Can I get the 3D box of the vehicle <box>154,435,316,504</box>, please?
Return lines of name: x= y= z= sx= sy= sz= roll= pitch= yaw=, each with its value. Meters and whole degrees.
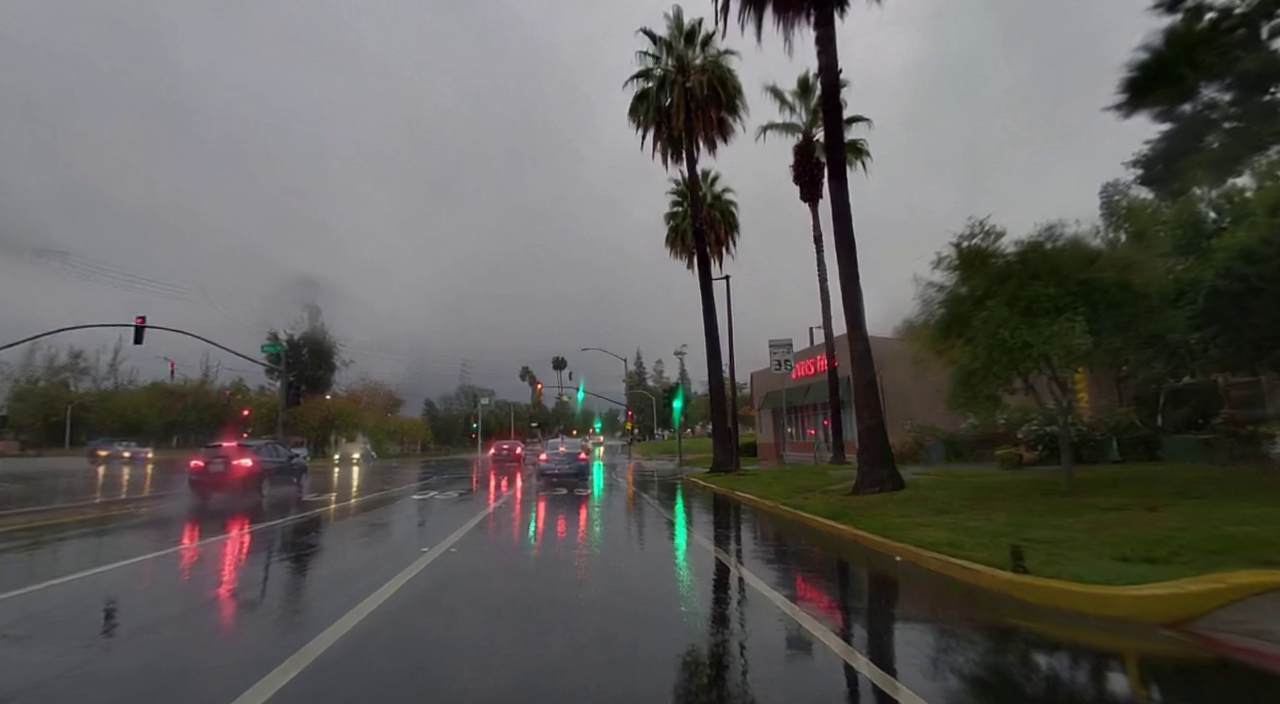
vehicle: x=-12.146 y=3.524 z=19.449 sx=2.050 sy=1.811 sz=4.752 roll=0 pitch=-8 yaw=-4

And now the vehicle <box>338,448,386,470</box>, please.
vehicle: x=-20.461 y=7.893 z=46.708 sx=1.879 sy=1.496 sz=4.510 roll=0 pitch=-9 yaw=-5

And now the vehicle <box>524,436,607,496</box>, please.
vehicle: x=-2.116 y=3.189 z=18.125 sx=2.063 sy=1.474 sz=4.334 roll=1 pitch=-9 yaw=-7

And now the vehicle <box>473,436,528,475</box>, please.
vehicle: x=-6.533 y=4.891 z=30.039 sx=2.077 sy=1.715 sz=3.903 roll=1 pitch=-9 yaw=-6

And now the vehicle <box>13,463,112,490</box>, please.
vehicle: x=-37.377 y=8.074 z=40.983 sx=4.276 sy=1.576 sz=1.917 roll=1 pitch=-9 yaw=-7
